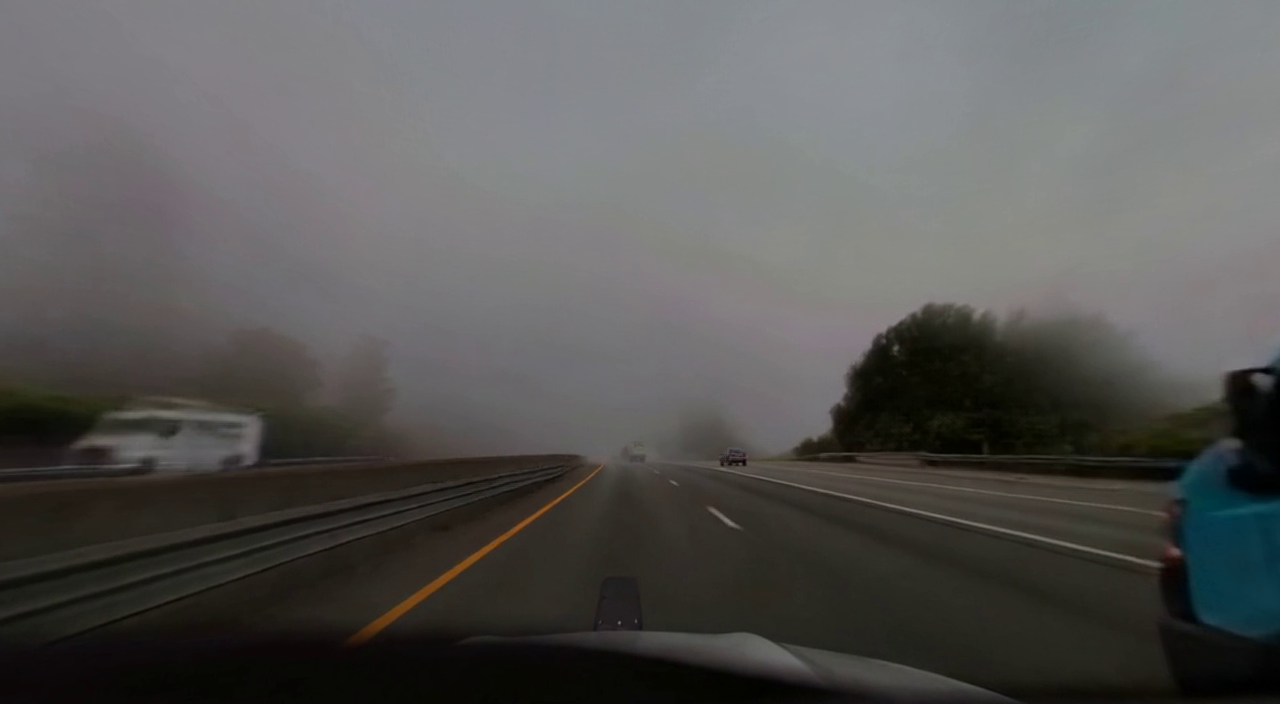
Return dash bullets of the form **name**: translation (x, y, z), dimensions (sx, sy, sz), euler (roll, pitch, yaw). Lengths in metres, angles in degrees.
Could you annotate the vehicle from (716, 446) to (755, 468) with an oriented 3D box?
- **vehicle**: translation (6.713, 7.421, 44.612), dimensions (1.942, 1.462, 3.926), euler (0, -9, -3)
